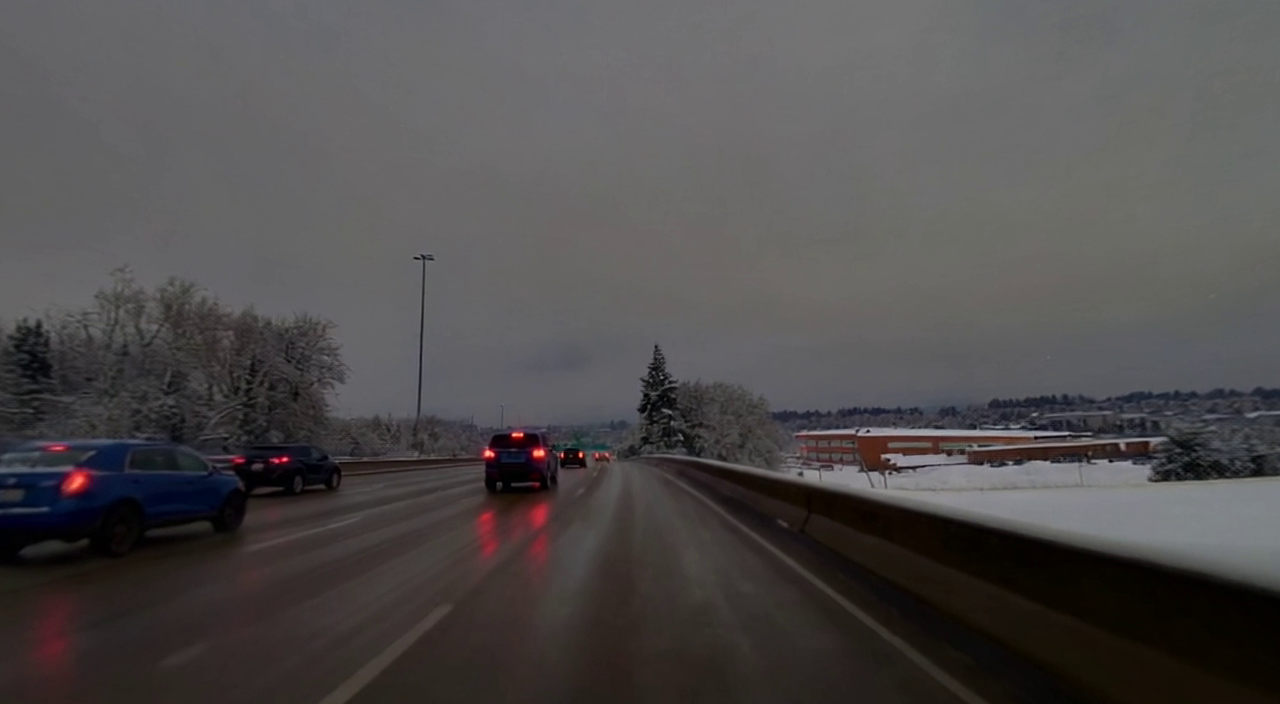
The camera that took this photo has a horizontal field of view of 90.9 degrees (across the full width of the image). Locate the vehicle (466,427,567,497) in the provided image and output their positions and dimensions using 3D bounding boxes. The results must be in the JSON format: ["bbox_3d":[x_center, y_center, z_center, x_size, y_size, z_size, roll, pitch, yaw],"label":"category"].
[{"bbox_3d":[-3.870,3.552,20.838,2.301,1.985,5.247,0,-8,0],"label":"vehicle"}]

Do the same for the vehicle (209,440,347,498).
[{"bbox_3d":[-11.632,3.755,20.695,1.919,1.665,4.394,0,-8,-1],"label":"vehicle"}]

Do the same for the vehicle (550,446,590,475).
[{"bbox_3d":[-4.051,6.340,37.121,1.955,1.614,3.817,0,-8,-1],"label":"vehicle"}]

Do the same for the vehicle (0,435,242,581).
[{"bbox_3d":[-7.272,1.879,8.335,1.796,1.509,3.393,0,-8,-1],"label":"vehicle"}]
